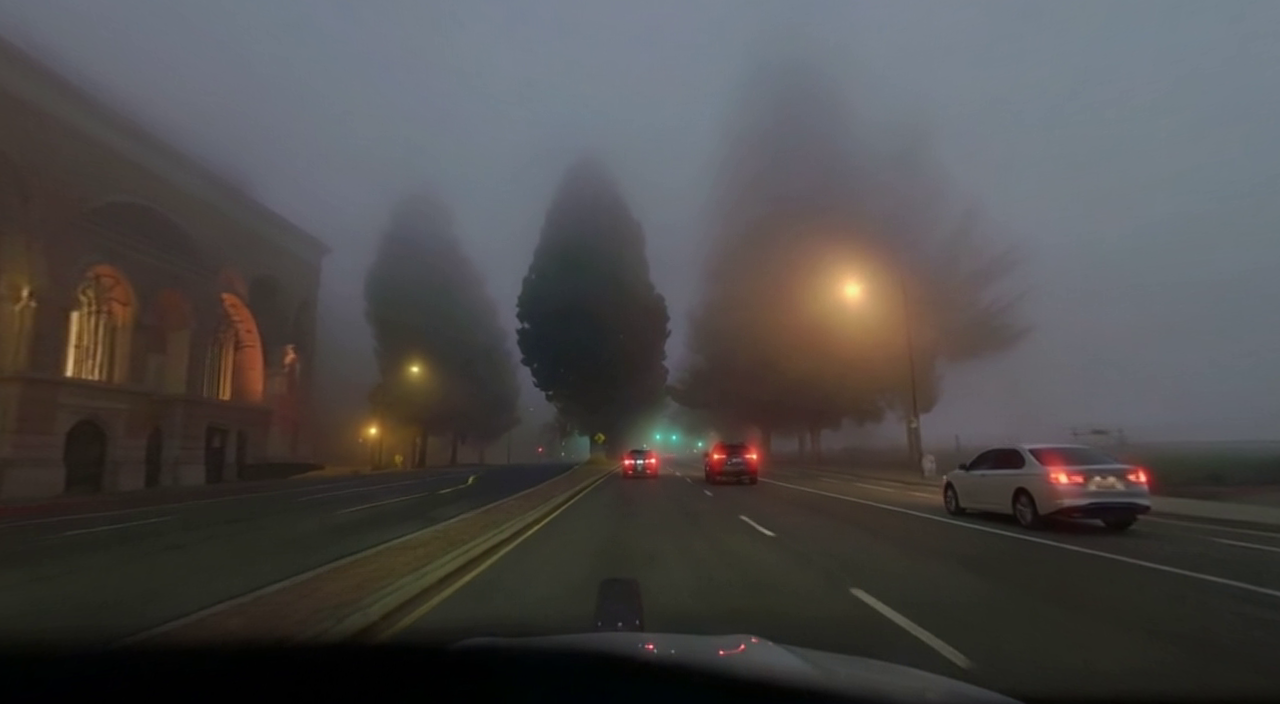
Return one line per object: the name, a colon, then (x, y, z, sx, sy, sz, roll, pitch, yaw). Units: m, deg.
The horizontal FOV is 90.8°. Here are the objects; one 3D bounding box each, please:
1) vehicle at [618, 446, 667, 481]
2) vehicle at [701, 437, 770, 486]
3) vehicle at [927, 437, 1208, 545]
vehicle: (0.117, 4.992, 28.486, 2.054, 1.446, 3.969, -1, -9, 0)
vehicle: (3.753, 4.392, 25.631, 2.036, 1.757, 4.300, 0, -9, -1)
vehicle: (6.938, 2.267, 10.983, 1.868, 1.472, 4.274, 0, -9, 0)
